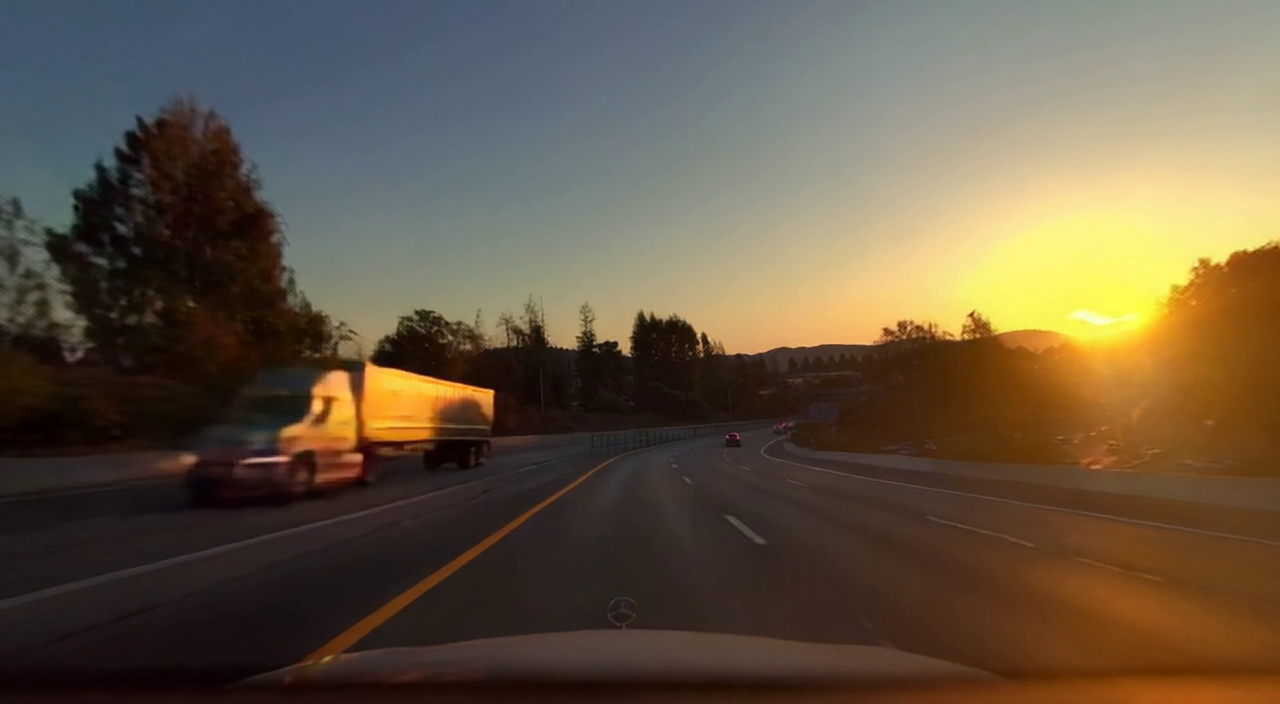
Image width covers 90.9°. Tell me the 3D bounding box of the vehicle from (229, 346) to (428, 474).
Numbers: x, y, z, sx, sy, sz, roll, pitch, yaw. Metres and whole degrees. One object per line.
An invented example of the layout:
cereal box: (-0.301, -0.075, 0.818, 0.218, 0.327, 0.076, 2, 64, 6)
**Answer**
vehicle: (-11.058, 2.379, 23.720, 3.054, 3.972, 8.029, 0, -8, 2)
